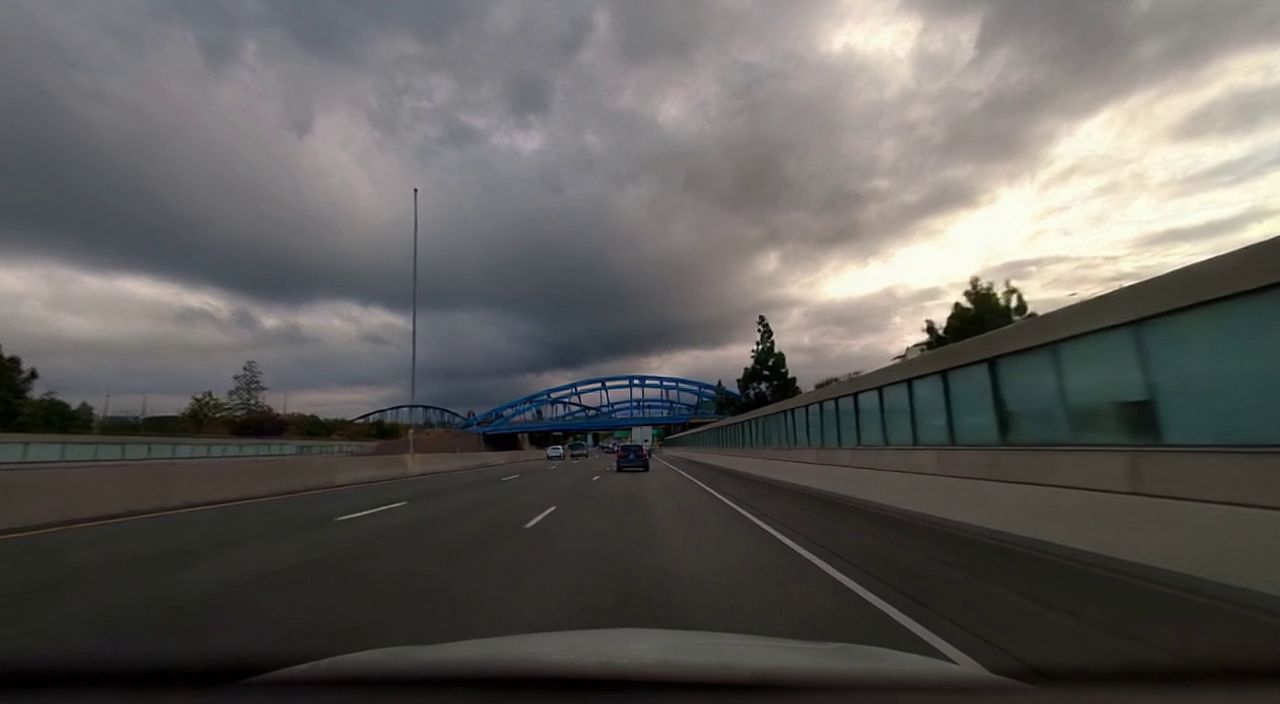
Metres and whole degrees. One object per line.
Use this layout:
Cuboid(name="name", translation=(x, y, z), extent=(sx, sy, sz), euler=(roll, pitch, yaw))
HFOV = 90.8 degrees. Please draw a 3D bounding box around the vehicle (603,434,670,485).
Cuboid(name="vehicle", translation=(-0.085, 4.073, 24.067), extent=(2.299, 1.716, 4.579), euler=(-1, -9, 1))
